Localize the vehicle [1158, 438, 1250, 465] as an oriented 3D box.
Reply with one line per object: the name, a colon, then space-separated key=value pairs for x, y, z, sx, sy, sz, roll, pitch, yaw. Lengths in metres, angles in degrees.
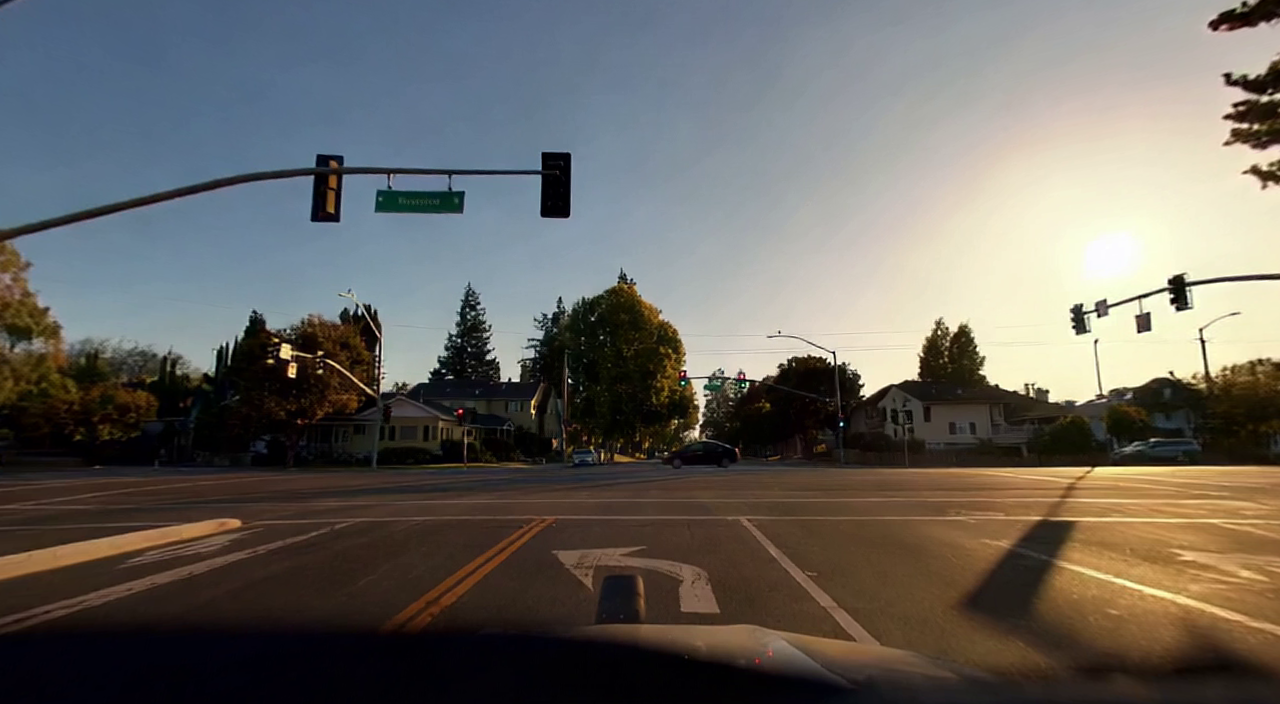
vehicle: x=39.099 y=6.930 z=43.955 sx=1.915 sy=1.773 sz=4.499 roll=1 pitch=-9 yaw=-7

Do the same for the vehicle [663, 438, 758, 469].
vehicle: x=3.469 y=5.097 z=31.726 sx=4.560 sy=1.463 sz=1.858 roll=-1 pitch=-9 yaw=2

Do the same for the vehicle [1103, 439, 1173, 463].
vehicle: x=38.483 y=7.652 z=48.991 sx=1.853 sy=1.723 sz=4.460 roll=0 pitch=-9 yaw=2
